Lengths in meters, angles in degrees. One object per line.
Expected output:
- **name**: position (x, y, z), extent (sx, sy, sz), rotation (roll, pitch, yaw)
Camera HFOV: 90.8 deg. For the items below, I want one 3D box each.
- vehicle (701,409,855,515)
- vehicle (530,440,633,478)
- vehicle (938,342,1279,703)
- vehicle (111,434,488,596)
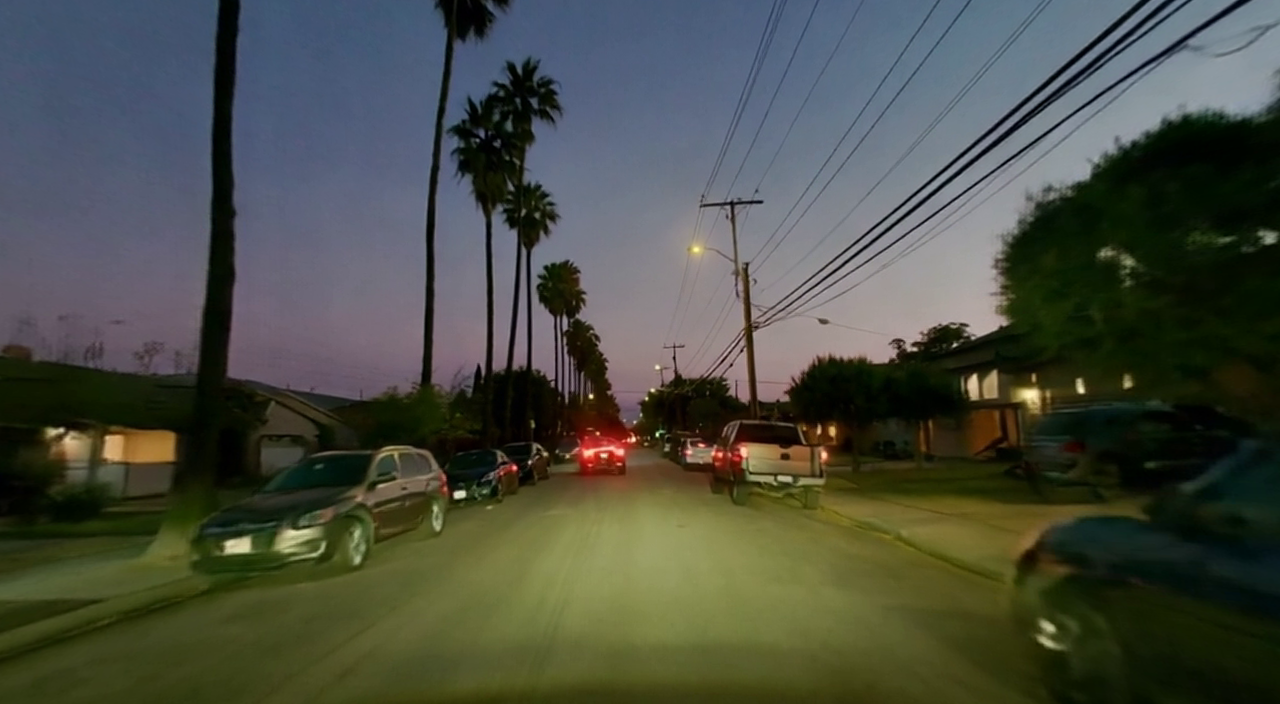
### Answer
- **vehicle**: position (2.881, 2.475, 14.682), extent (2.292, 1.981, 5.277), rotation (0, -8, -1)
- **vehicle**: position (-2.602, 4.558, 27.174), extent (2.081, 1.483, 4.599), rotation (7, -11, -40)
- **vehicle**: position (2.887, 0.738, 1.534), extent (2.060, 1.614, 4.652), rotation (0, -8, 0)
- **vehicle**: position (-3.974, 1.985, 8.877), extent (2.130, 1.543, 5.386), rotation (-1, -8, 3)
